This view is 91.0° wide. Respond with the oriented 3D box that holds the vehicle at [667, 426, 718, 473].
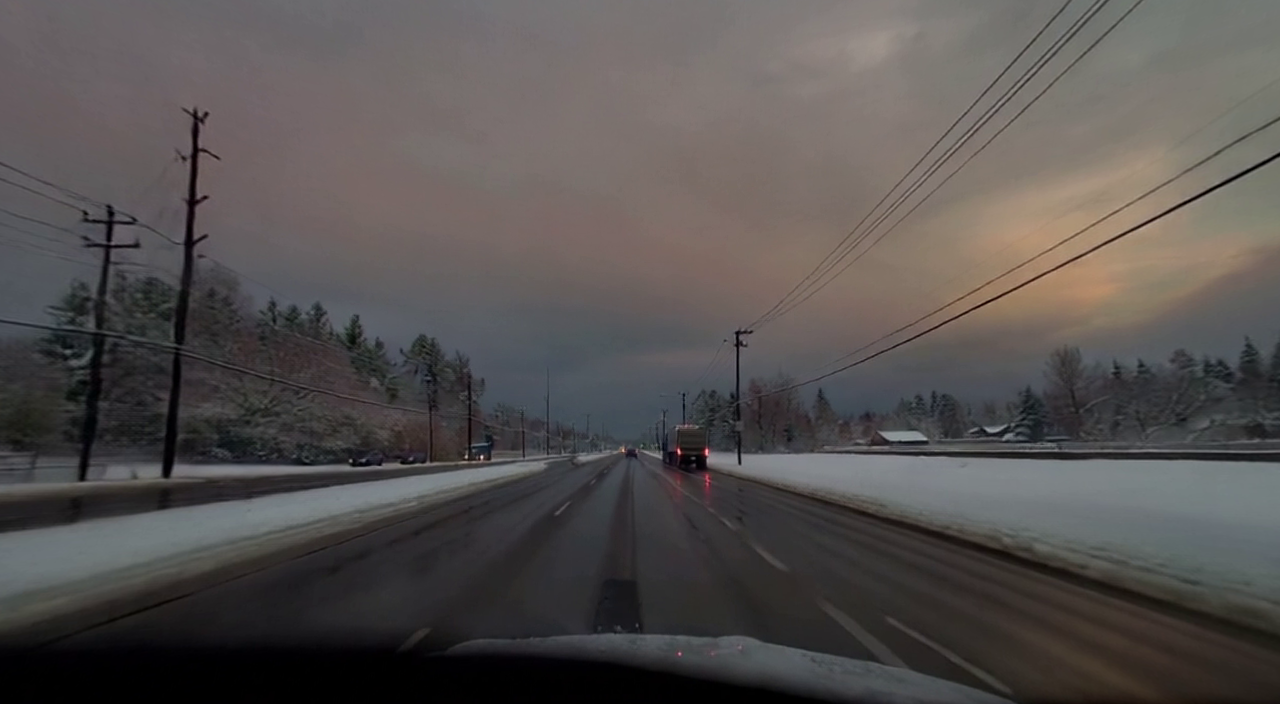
[{"bbox_3d":[3.448,6.678,43.295,2.706,2.880,7.117,0,-8,-2],"label":"vehicle"}]
